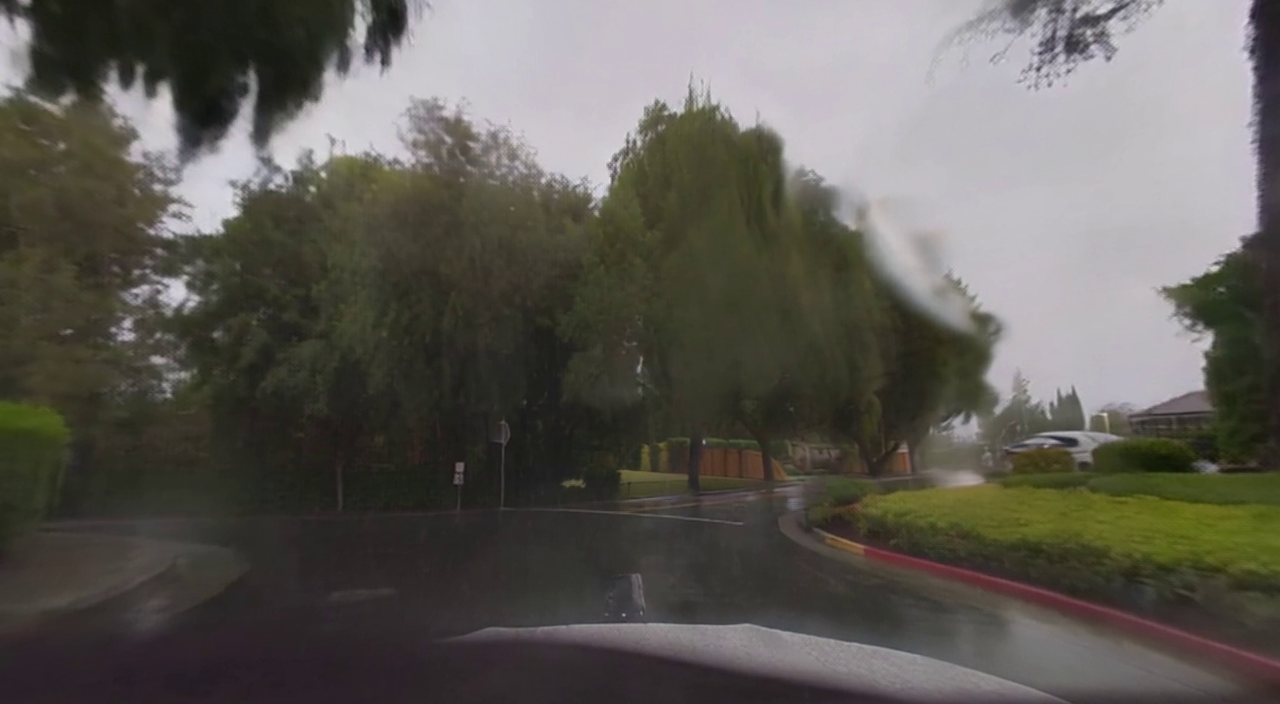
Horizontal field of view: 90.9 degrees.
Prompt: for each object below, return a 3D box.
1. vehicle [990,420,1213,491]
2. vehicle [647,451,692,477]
[{"bbox_3d":[13.091,2.991,18.376,2.023,1.756,4.799,3,-9,-20],"label":"vehicle"},{"bbox_3d":[1.837,7.226,40.683,1.802,1.548,3.501,3,-11,-17],"label":"vehicle"}]
